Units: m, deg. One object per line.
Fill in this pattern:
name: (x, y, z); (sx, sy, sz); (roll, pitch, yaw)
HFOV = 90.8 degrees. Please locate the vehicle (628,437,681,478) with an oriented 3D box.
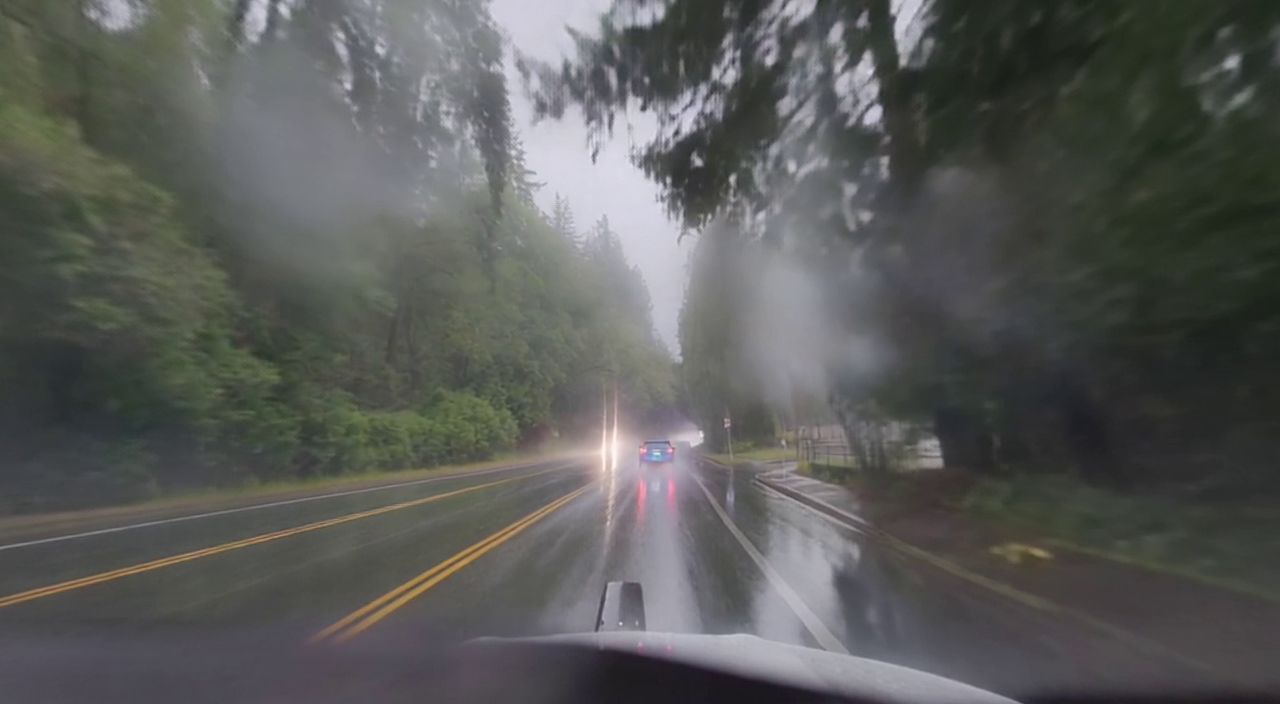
vehicle: (0.716, 4.873, 29.382); (2.294, 1.708, 4.110); (0, -9, 2)
